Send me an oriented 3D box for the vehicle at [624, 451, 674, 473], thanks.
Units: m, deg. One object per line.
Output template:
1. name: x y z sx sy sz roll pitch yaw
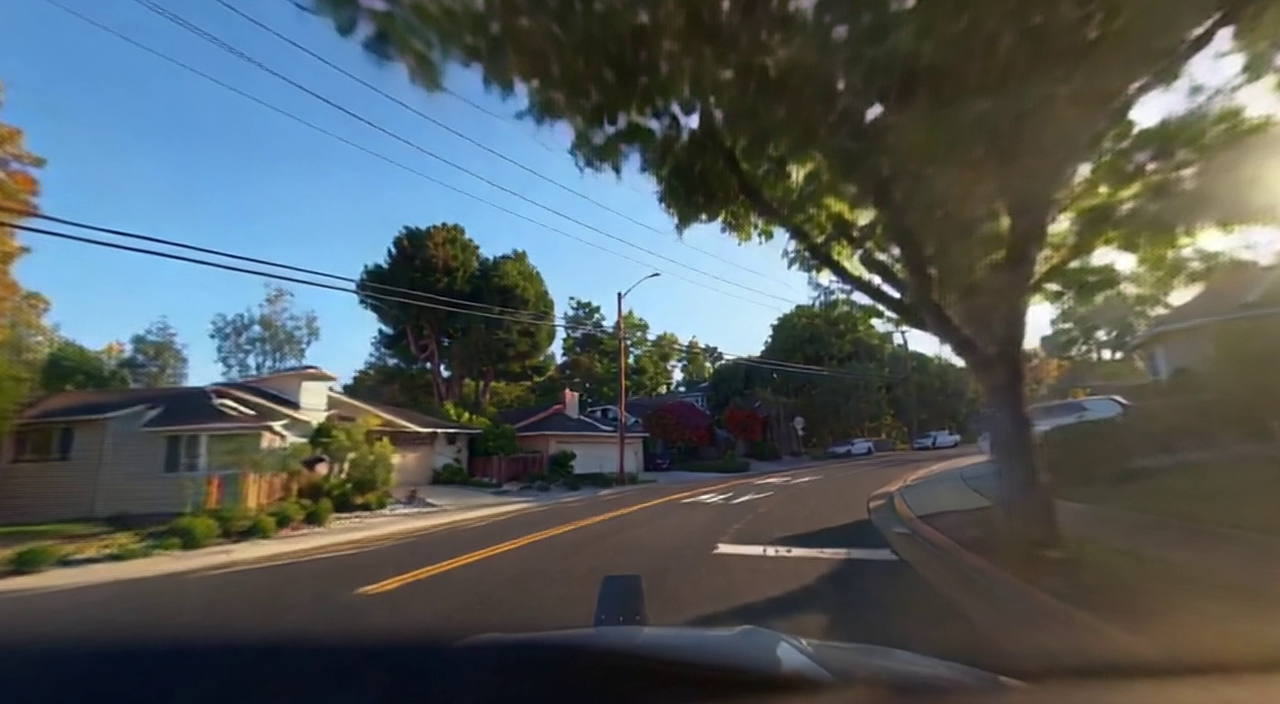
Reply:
1. vehicle: 0.642 8.309 47.779 1.842 1.489 3.697 6 -10 -39

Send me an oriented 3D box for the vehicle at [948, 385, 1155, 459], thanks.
1. vehicle: 12.508 2.247 19.537 5.011 2.014 2.056 -6 -11 34
